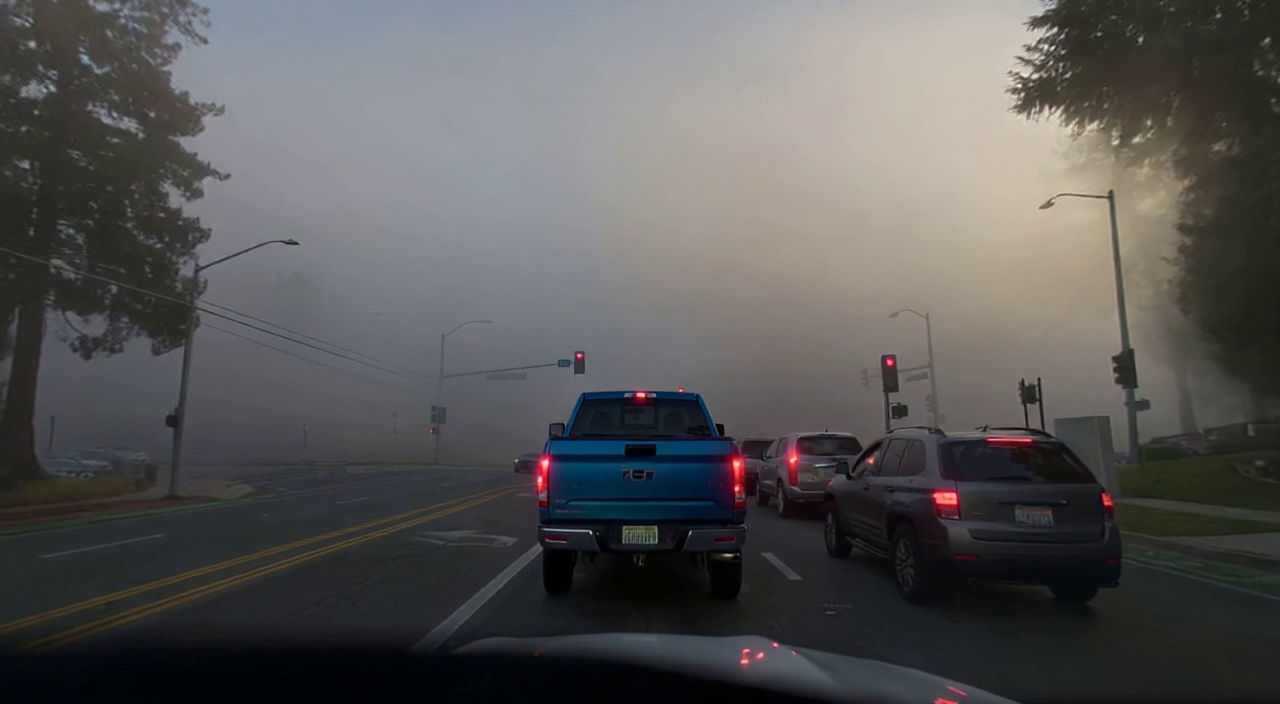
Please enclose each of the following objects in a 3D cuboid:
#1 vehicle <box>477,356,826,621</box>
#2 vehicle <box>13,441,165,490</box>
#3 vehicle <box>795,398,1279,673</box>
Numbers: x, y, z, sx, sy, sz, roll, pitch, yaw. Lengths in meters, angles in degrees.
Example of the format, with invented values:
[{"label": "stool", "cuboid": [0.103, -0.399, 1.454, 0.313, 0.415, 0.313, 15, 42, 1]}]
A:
[{"label": "vehicle", "cuboid": [0.109, 1.426, 7.582, 2.636, 2.011, 5.425, 0, -8, 1]}, {"label": "vehicle", "cuboid": [-21.748, 4.458, 25.193, 2.062, 1.764, 4.508, 0, -8, -2]}, {"label": "vehicle", "cuboid": [3.333, 1.498, 6.496, 2.155, 1.667, 5.162, 0, -8, 0]}]
